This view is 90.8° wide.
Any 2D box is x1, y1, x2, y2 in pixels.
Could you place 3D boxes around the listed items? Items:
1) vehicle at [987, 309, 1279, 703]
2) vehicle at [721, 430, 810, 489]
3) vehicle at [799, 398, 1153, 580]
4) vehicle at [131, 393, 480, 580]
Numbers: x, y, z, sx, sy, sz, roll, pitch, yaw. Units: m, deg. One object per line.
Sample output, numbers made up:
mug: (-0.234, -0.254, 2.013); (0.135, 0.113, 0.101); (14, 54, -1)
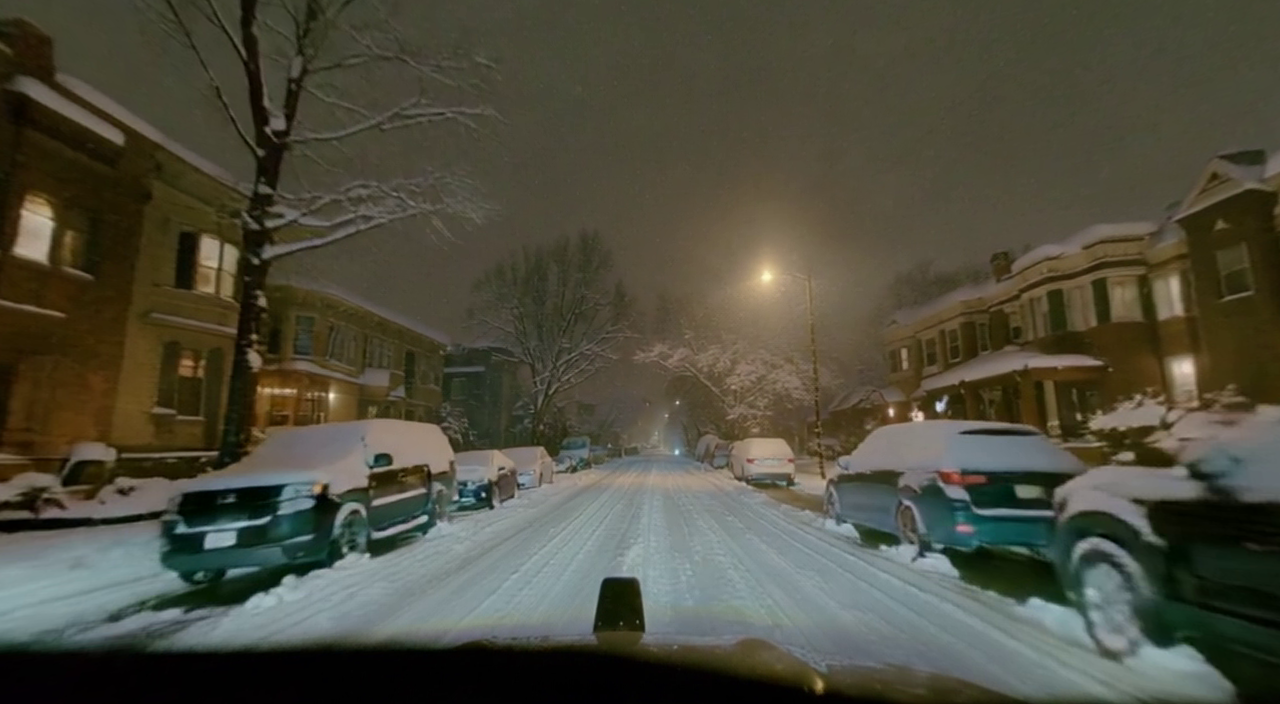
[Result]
vehicle: (3.923, 0.704, 2.324); (1.995, 1.944, 5.400); (0, -8, -3)
vehicle: (4.480, 3.925, 23.407); (2.306, 1.901, 4.908); (0, -8, 0)
vehicle: (4.071, 1.764, 9.010); (2.214, 1.830, 4.997); (0, -8, -1)
vehicle: (-4.562, 1.952, 10.066); (2.461, 2.145, 5.415); (-1, -8, 1)
